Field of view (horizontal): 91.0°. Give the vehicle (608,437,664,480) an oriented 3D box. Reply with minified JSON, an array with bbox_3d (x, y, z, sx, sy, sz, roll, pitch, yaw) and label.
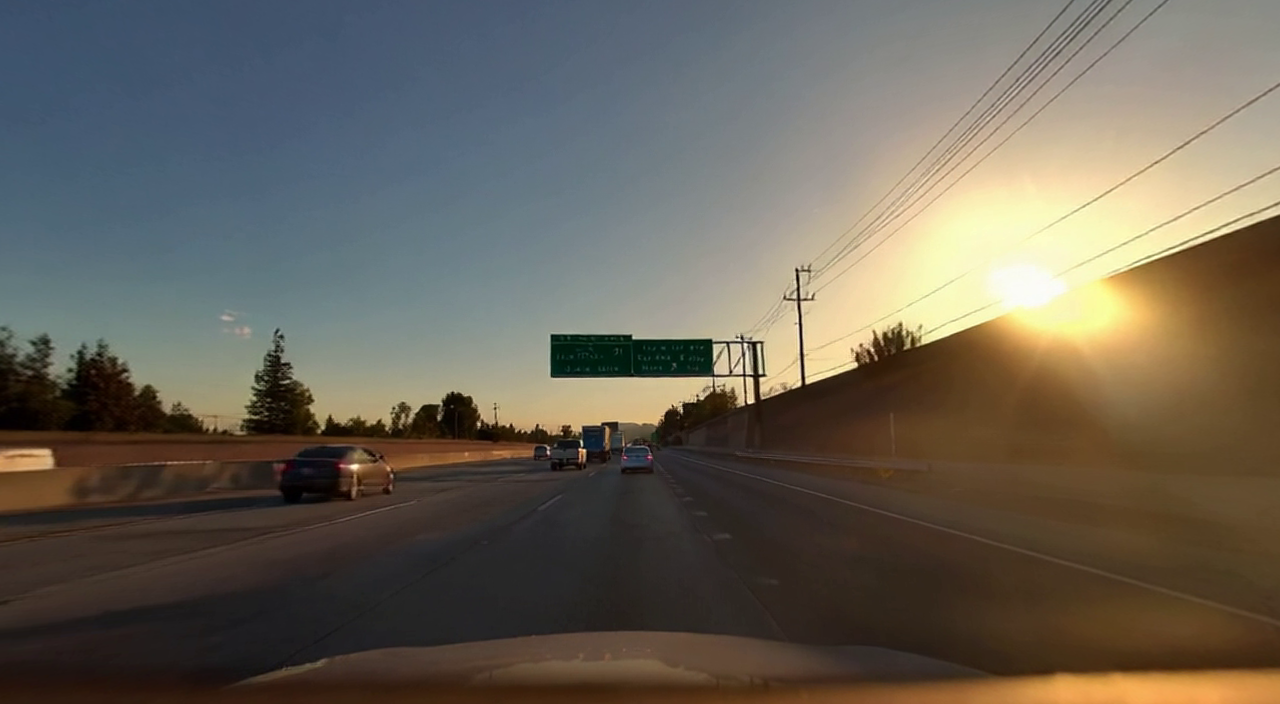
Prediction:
[{"bbox_3d":[-0.155,4.478,26.696,2.178,1.640,4.071,0,-9,0],"label":"vehicle"}]

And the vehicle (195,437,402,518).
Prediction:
[{"bbox_3d":[-7.293,2.704,14.150,2.025,1.510,4.582,0,-9,1],"label":"vehicle"}]

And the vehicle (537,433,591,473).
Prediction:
[{"bbox_3d":[-3.766,5.129,32.042,2.109,1.840,4.614,0,-9,1],"label":"vehicle"}]
